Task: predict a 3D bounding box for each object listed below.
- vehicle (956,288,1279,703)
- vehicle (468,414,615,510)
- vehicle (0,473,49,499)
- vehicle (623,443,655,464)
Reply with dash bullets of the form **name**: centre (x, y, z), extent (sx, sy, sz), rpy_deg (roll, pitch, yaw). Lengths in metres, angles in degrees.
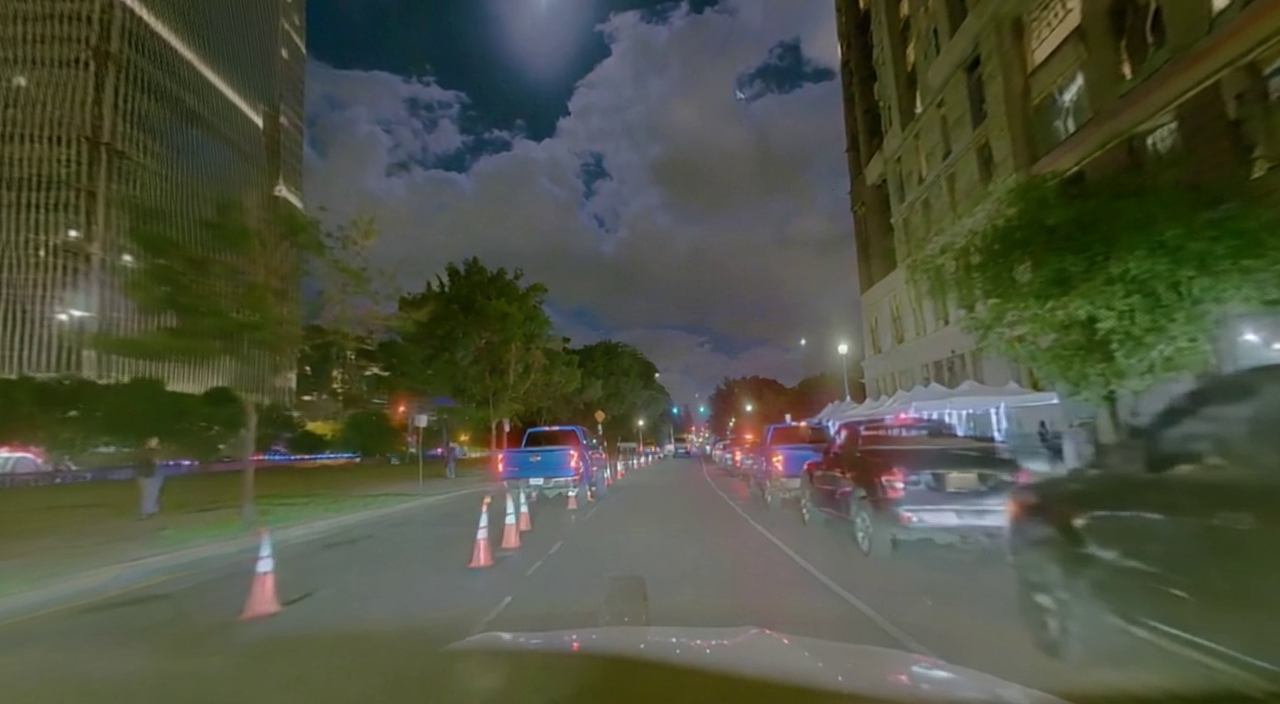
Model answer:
- **vehicle**: centre (3.489, 0.704, 2.417), extent (2.073, 1.887, 4.825), rpy_deg (0, -8, 1)
- **vehicle**: centre (-2.152, 2.678, 15.873), extent (2.452, 1.954, 5.653), rpy_deg (-1, -8, 4)
- **vehicle**: centre (-48.301, 10.252, 48.123), extent (1.974, 1.675, 4.652), rpy_deg (0, -8, -3)
- **vehicle**: centre (-0.001, 7.405, 46.233), extent (1.895, 1.489, 4.328), rpy_deg (-1, -8, 6)
